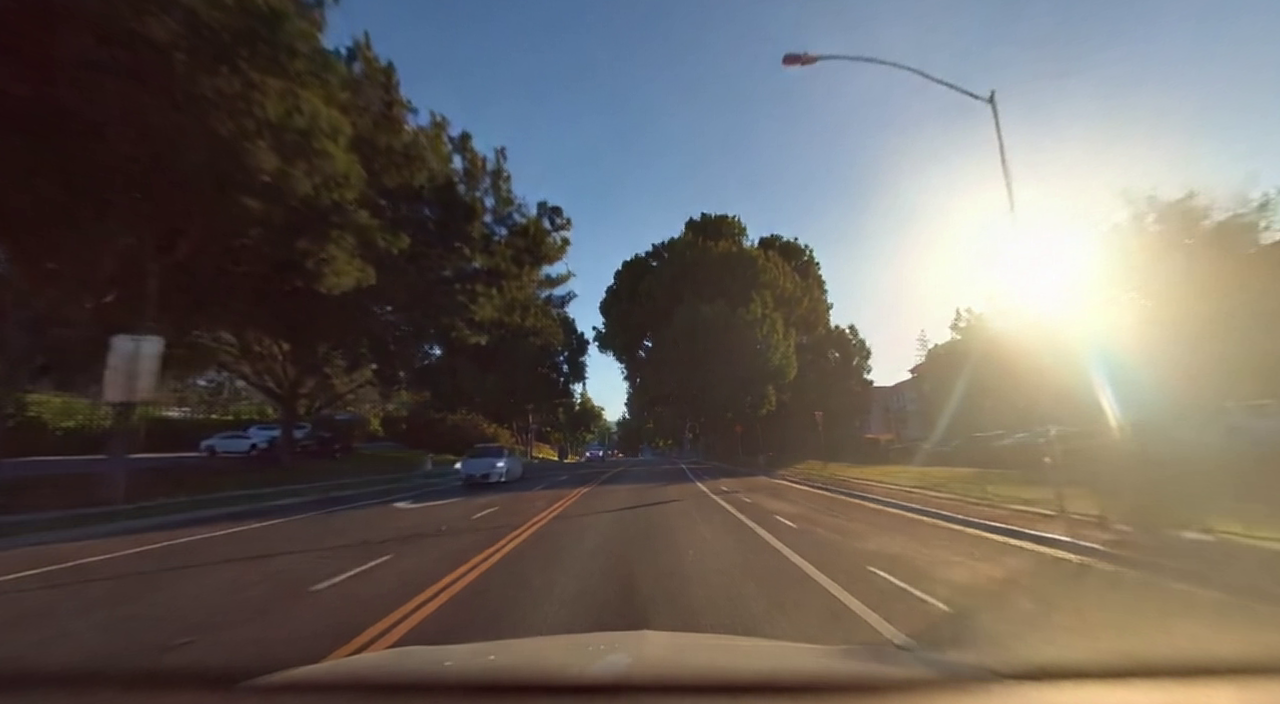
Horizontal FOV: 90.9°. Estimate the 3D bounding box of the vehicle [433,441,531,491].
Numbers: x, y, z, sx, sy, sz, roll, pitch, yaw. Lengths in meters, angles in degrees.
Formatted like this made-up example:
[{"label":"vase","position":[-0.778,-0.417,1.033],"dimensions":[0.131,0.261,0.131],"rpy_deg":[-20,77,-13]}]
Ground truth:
[{"label":"vehicle","position":[-5.269,3.830,21.722],"dimensions":[2.133,1.508,4.535],"rpy_deg":[0,-8,1]}]
